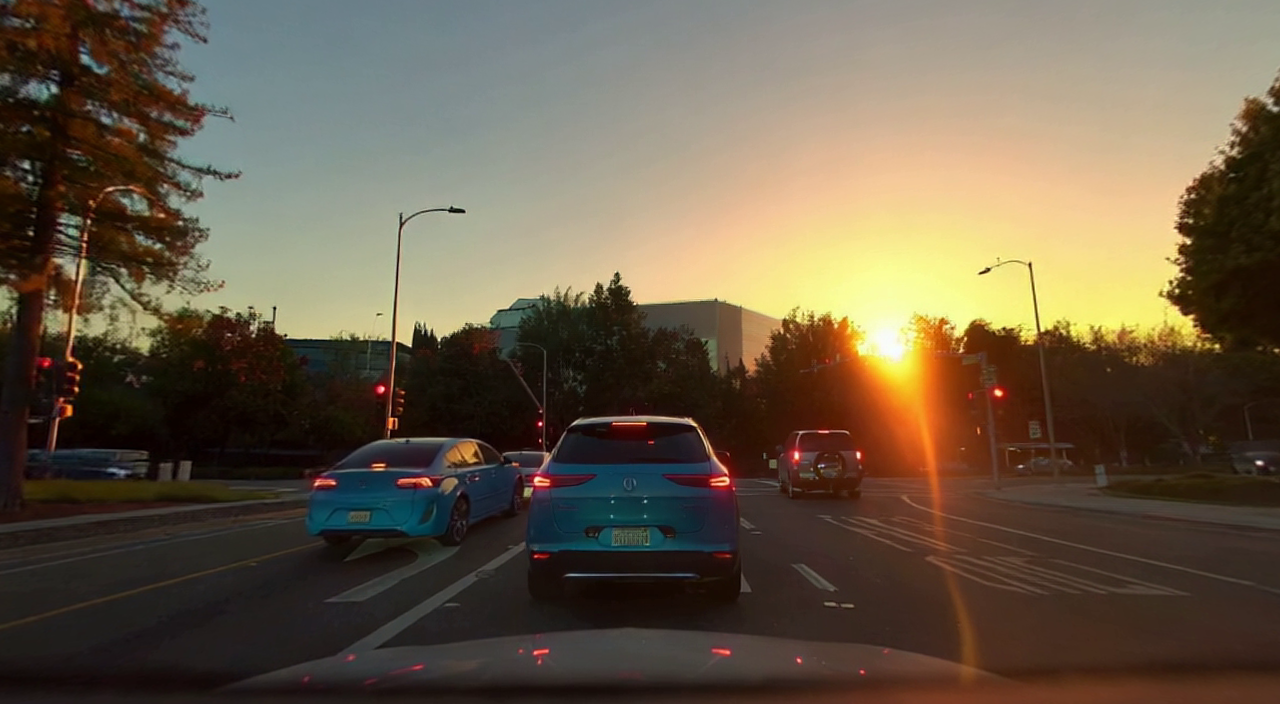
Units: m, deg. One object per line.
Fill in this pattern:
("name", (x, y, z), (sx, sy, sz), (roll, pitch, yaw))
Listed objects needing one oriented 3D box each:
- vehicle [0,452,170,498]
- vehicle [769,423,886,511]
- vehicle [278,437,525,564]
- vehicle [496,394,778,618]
("vehicle", (-19.946, 4.379, 22.723), (4.308, 1.494, 1.829), (2, -9, -15))
("vehicle", (4.819, 3.001, 16.914), (2.084, 2.053, 4.073), (-1, -8, 4))
("vehicle", (-3.193, 2.062, 9.607), (1.913, 1.453, 4.413), (0, -8, 2))
("vehicle", (-0.025, 1.525, 7.174), (2.203, 1.757, 4.286), (0, -8, 0))
